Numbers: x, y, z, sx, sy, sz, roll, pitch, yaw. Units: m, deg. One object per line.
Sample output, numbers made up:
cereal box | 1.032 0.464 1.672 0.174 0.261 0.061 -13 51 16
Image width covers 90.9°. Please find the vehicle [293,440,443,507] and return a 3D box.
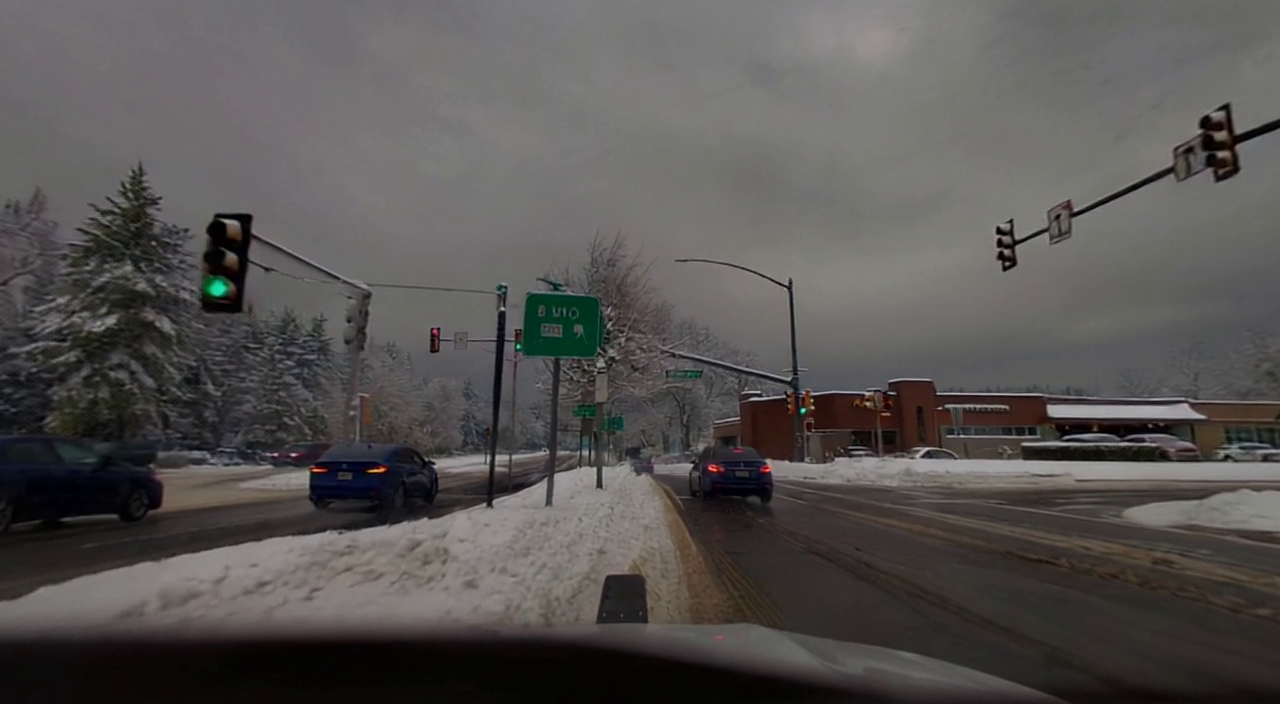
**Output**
vehicle | -6.791 3.049 16.394 1.995 1.470 4.556 0 -8 -2

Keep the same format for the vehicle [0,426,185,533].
vehicle | -10.026 1.995 10.172 1.979 1.494 4.693 0 -8 -2

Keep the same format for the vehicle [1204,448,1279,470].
vehicle | 43.760 7.745 45.834 1.723 1.431 3.880 0 -8 -1

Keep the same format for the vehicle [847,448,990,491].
vehicle | 10.570 4.437 24.034 4.703 1.492 1.930 2 -9 -14

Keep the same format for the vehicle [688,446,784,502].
vehicle | 2.809 3.676 19.520 1.940 1.487 4.562 0 -8 -4
